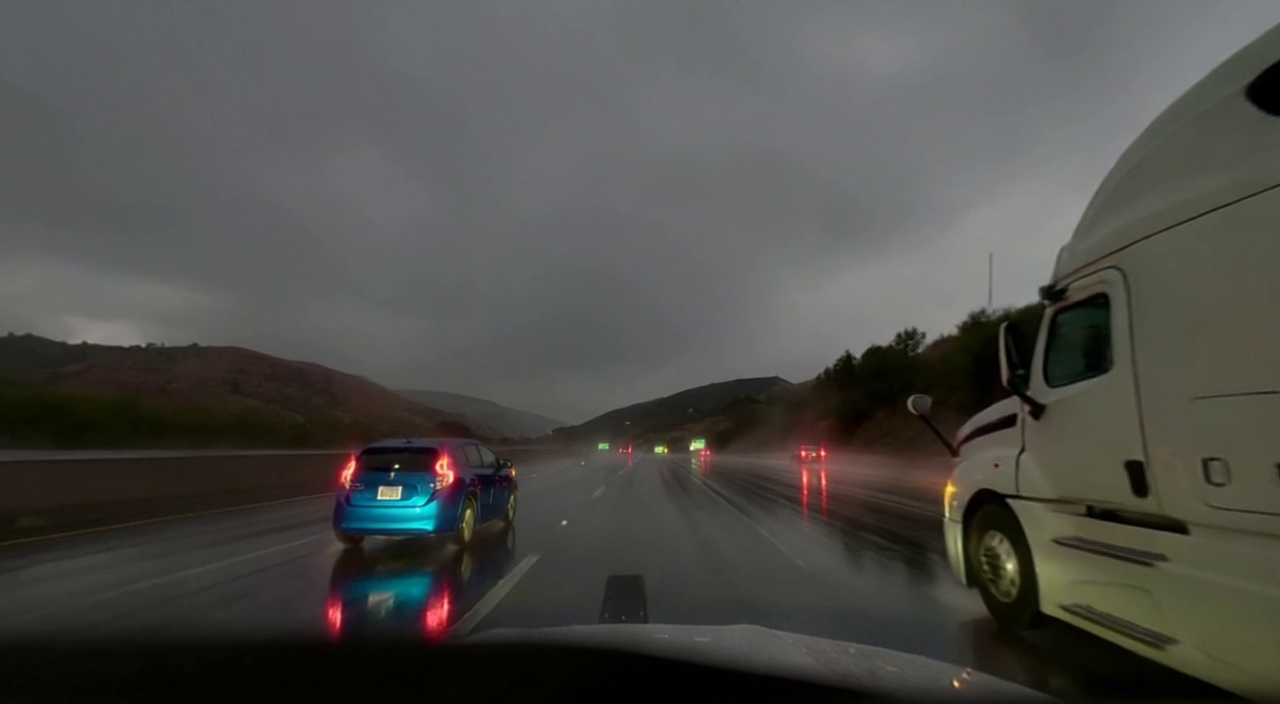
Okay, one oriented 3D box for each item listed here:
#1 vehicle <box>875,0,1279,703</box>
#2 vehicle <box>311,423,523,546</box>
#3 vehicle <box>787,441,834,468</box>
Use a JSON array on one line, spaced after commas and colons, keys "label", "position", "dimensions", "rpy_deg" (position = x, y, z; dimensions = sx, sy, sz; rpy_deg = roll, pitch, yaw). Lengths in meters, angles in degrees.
[{"label": "vehicle", "position": [4.056, -0.136, 2.302], "dimensions": [3.277, 3.871, 7.882], "rpy_deg": [0, -9, 0]}, {"label": "vehicle", "position": [-3.337, 2.053, 10.342], "dimensions": [1.967, 1.615, 3.886], "rpy_deg": [0, -9, 1]}, {"label": "vehicle", "position": [12.025, 7.234, 44.498], "dimensions": [2.062, 1.736, 4.589], "rpy_deg": [0, -9, 0]}]
